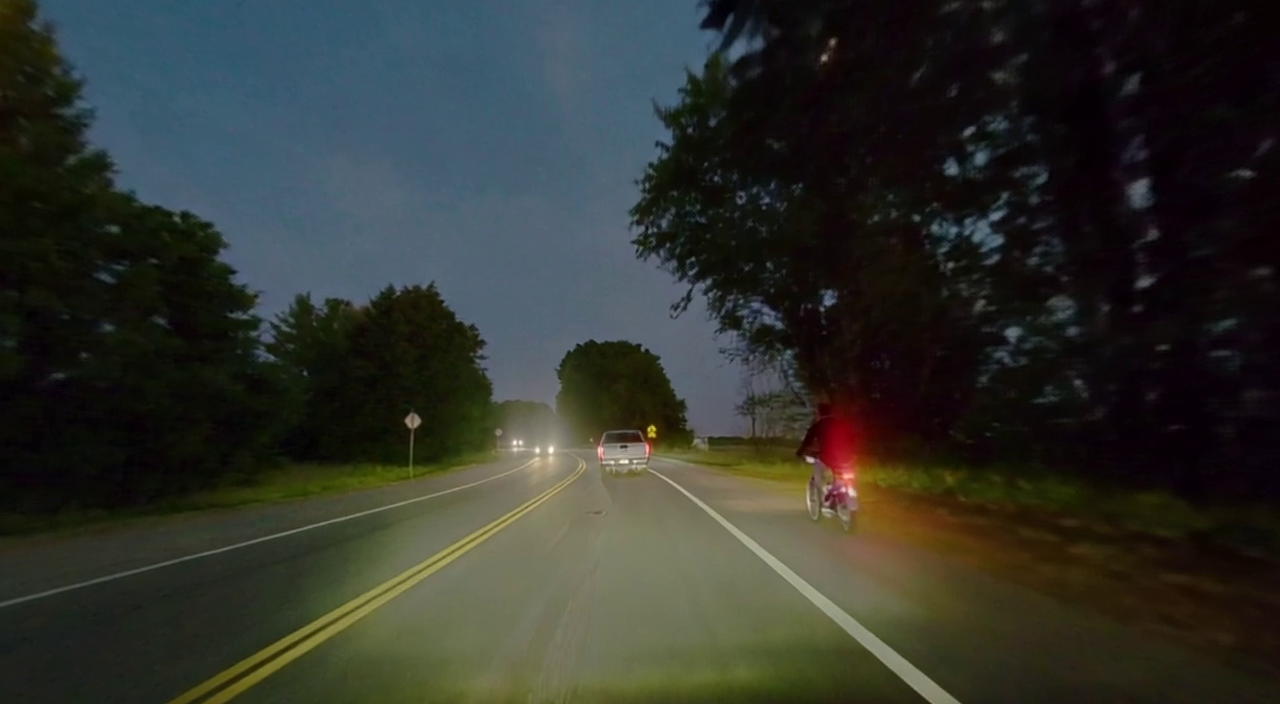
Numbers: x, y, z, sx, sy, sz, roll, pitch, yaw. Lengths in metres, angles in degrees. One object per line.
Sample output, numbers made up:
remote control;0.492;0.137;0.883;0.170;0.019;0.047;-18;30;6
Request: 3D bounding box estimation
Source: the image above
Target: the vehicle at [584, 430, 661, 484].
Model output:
vehicle;-0.748;3.965;24.157;2.631;1.798;5.331;0;-8;-3
